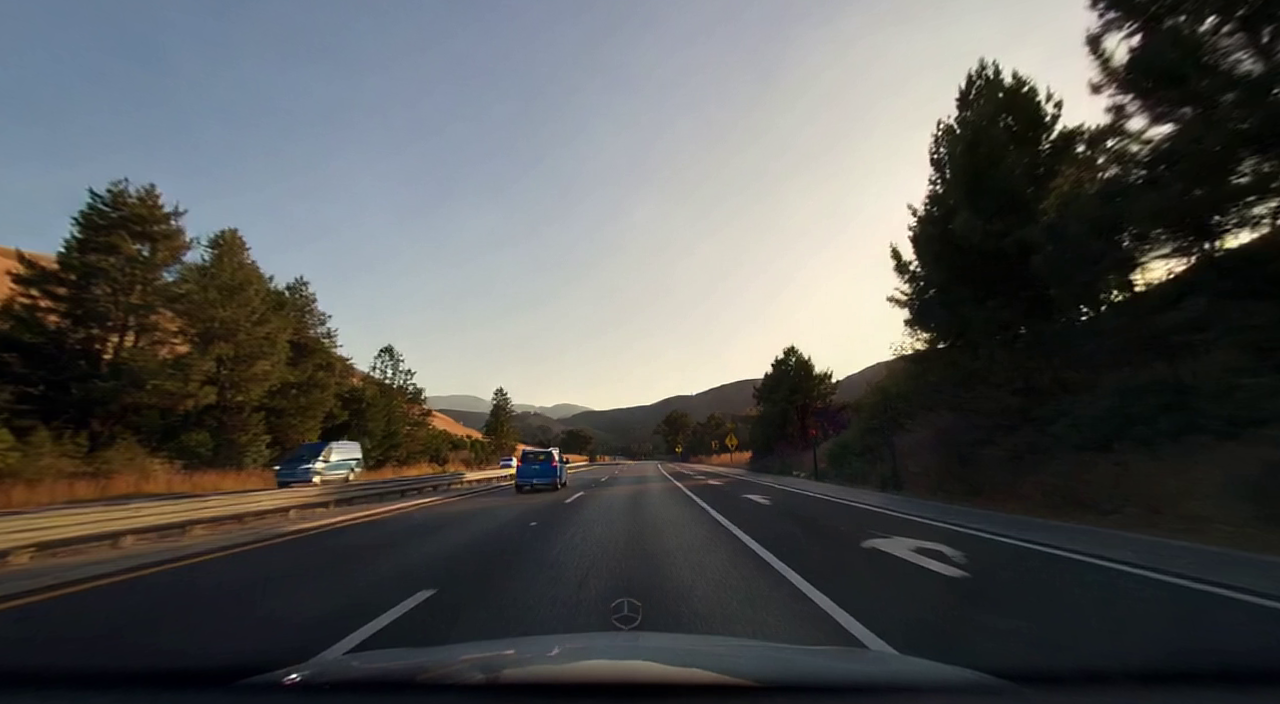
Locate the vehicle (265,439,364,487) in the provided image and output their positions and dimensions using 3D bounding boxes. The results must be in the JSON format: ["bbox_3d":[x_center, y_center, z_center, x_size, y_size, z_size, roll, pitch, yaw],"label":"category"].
[{"bbox_3d":[-17.699,6.051,34.767,2.237,2.410,5.801,0,-9,1],"label":"vehicle"}]

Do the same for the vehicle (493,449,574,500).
[{"bbox_3d":[-3.701,4.320,22.693,2.053,1.647,4.252,0,-9,2],"label":"vehicle"}]
